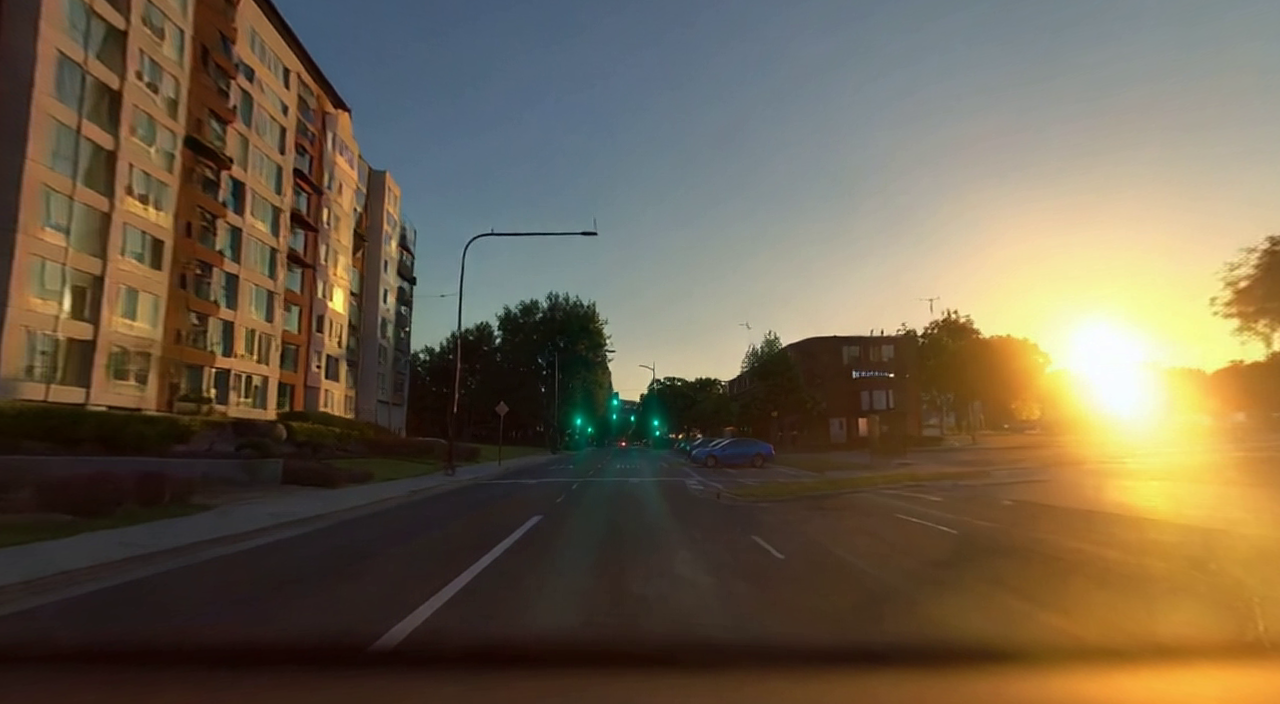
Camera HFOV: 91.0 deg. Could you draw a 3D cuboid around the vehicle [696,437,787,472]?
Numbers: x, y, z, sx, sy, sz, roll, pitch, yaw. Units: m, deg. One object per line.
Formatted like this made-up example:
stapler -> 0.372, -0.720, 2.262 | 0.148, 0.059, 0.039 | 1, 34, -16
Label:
vehicle -> 4.697, 4.676, 29.022 | 3.844, 1.524, 1.847 | 5, -9, -31
